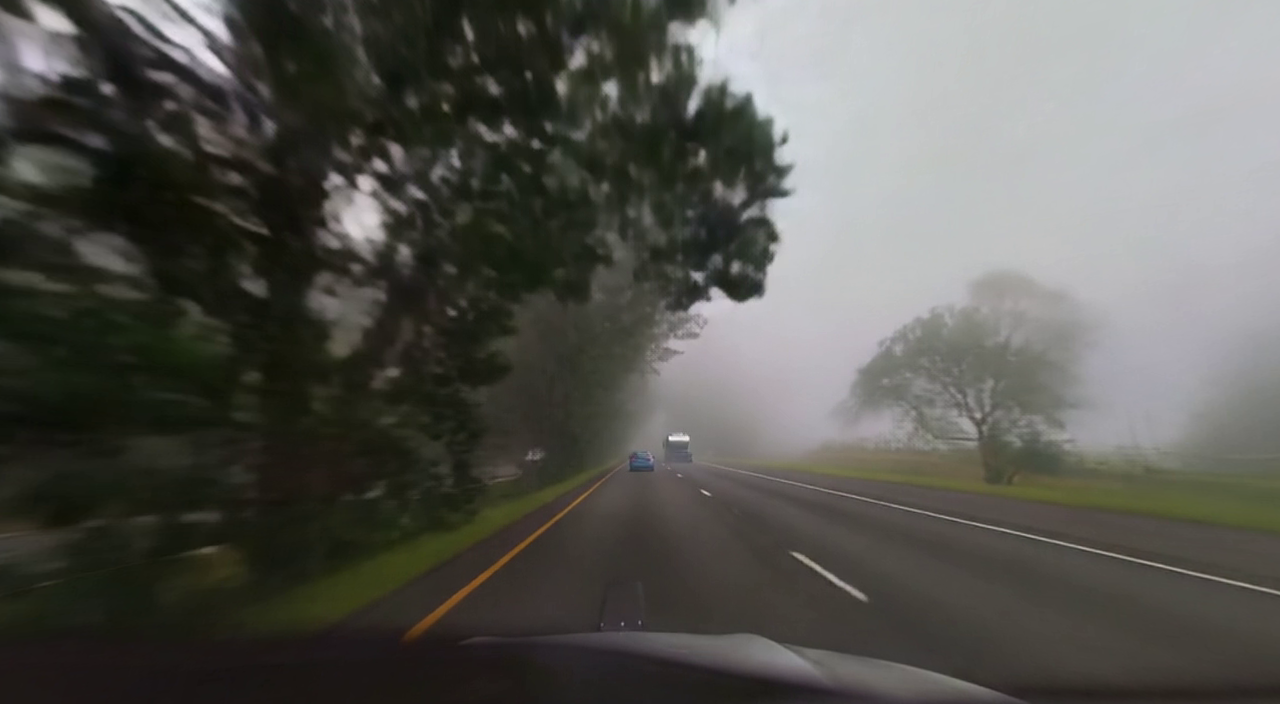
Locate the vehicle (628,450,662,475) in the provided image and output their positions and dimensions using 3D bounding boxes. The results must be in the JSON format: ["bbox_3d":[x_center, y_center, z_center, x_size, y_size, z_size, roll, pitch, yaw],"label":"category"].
[{"bbox_3d":[0.289,6.487,37.272,1.926,1.386,3.615,0,-9,0],"label":"vehicle"}]
